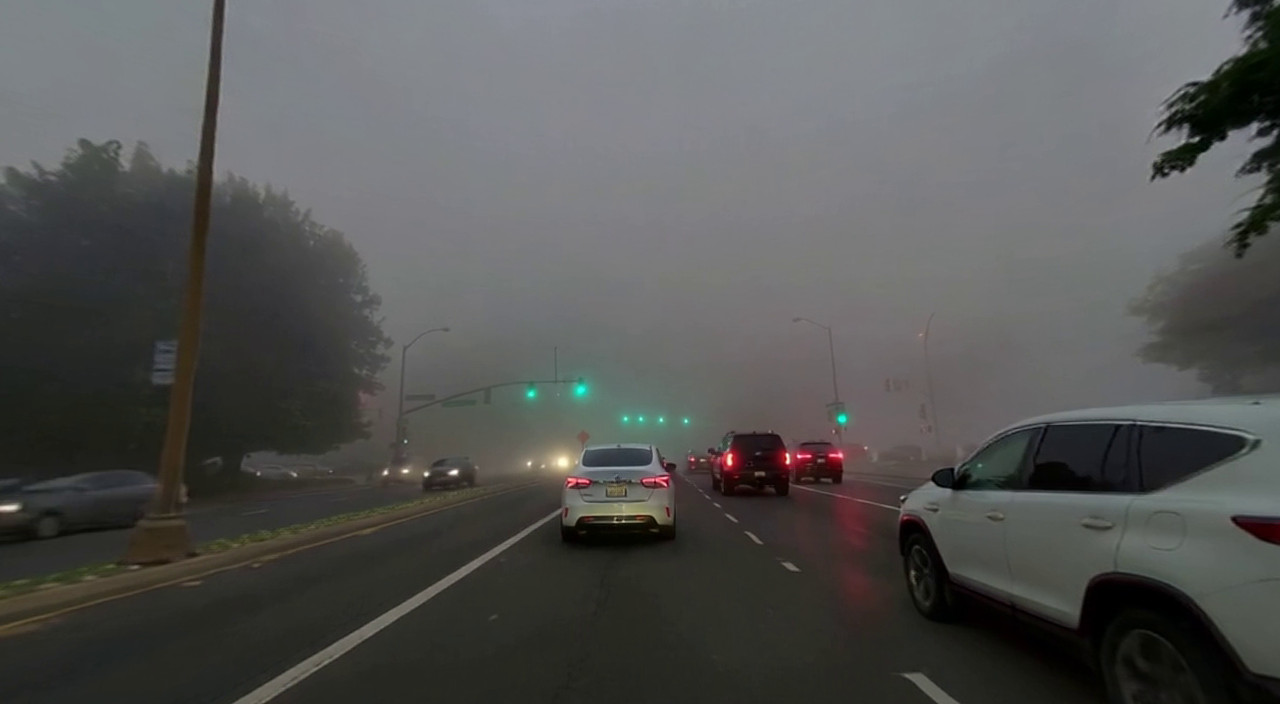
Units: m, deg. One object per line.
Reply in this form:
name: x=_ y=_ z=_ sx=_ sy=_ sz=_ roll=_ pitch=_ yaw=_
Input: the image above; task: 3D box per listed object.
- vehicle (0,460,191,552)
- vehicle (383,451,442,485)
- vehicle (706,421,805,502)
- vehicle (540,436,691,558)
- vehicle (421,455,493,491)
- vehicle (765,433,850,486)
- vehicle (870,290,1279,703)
vehicle: x=-12.709 y=3.273 z=14.026 sx=1.926 sy=1.598 sz=4.509 roll=0 pitch=-9 yaw=1
vehicle: x=-15.465 y=7.888 z=42.955 sx=2.040 sy=2.152 sz=4.854 roll=0 pitch=-9 yaw=2
vehicle: x=3.900 y=3.847 z=22.493 sx=2.516 sy=2.481 sz=5.766 roll=0 pitch=-9 yaw=1
vehicle: x=-0.301 y=2.343 z=10.870 sx=2.111 sy=1.676 sz=4.018 roll=0 pitch=-9 yaw=1
vehicle: x=-8.678 y=5.759 z=30.199 sx=2.050 sy=1.498 sz=4.238 roll=0 pitch=-9 yaw=2
vehicle: x=7.709 y=5.014 z=29.620 sx=2.627 sy=2.252 sz=5.236 roll=0 pitch=-9 yaw=1
vehicle: x=3.306 y=1.052 z=4.078 sx=1.982 sy=1.960 sz=4.427 roll=0 pitch=-9 yaw=1
